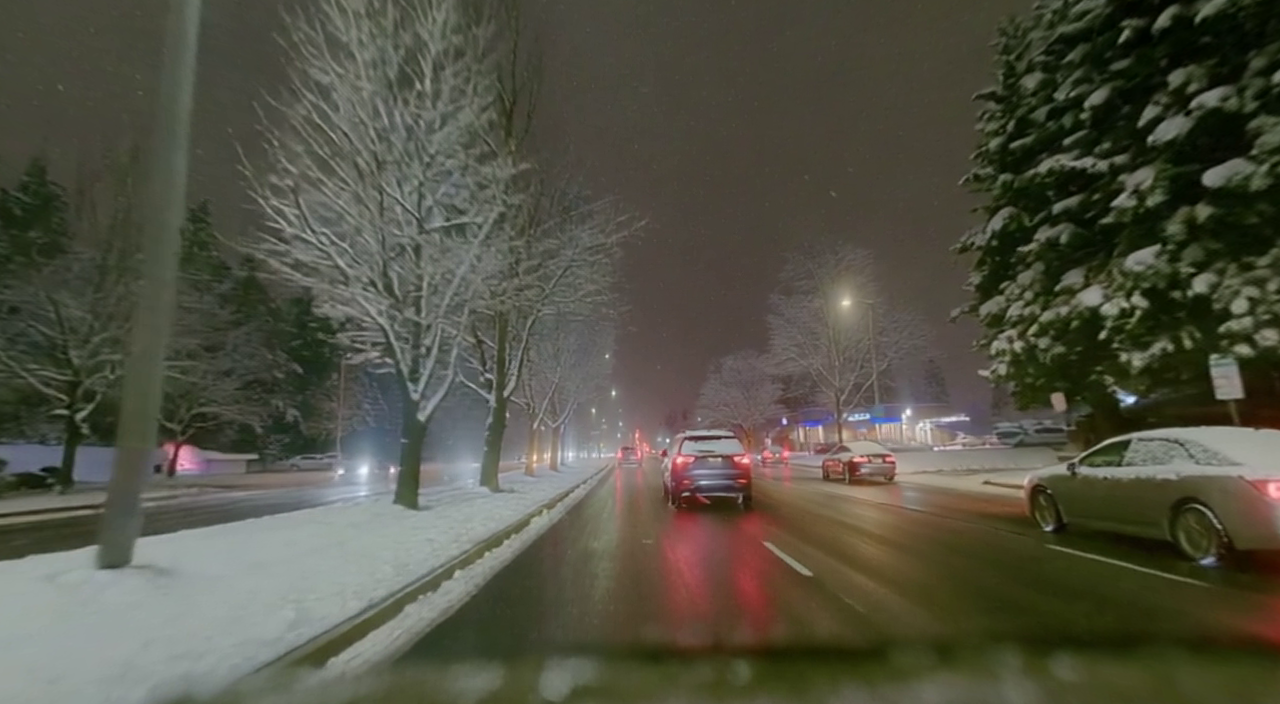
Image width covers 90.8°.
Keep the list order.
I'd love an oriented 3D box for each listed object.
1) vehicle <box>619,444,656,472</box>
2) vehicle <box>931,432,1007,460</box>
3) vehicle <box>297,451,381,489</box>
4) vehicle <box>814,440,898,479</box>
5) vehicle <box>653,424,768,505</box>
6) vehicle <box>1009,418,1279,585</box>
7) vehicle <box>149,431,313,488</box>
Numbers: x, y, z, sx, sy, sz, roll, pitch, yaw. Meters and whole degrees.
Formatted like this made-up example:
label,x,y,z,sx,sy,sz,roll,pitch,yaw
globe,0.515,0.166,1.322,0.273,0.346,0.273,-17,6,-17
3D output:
label,x,y,z,sx,sy,sz,roll,pitch,yaw
vehicle,-0.175,6.230,37.255,2.050,1.504,4.024,0,-9,-1
vehicle,20.219,5.840,39.077,2.109,1.592,4.481,0,-9,-2
vehicle,-16.154,6.311,34.257,2.124,1.802,5.097,0,-8,-1
vehicle,9.165,4.590,27.200,1.894,1.517,4.419,0,-9,-2
vehicle,1.717,3.017,17.385,2.300,1.870,4.936,0,-9,-3
vehicle,6.720,1.622,7.512,1.994,1.488,4.313,0,-9,-1
vehicle,-26.356,6.965,41.100,8.231,3.396,3.340,-1,-10,1
